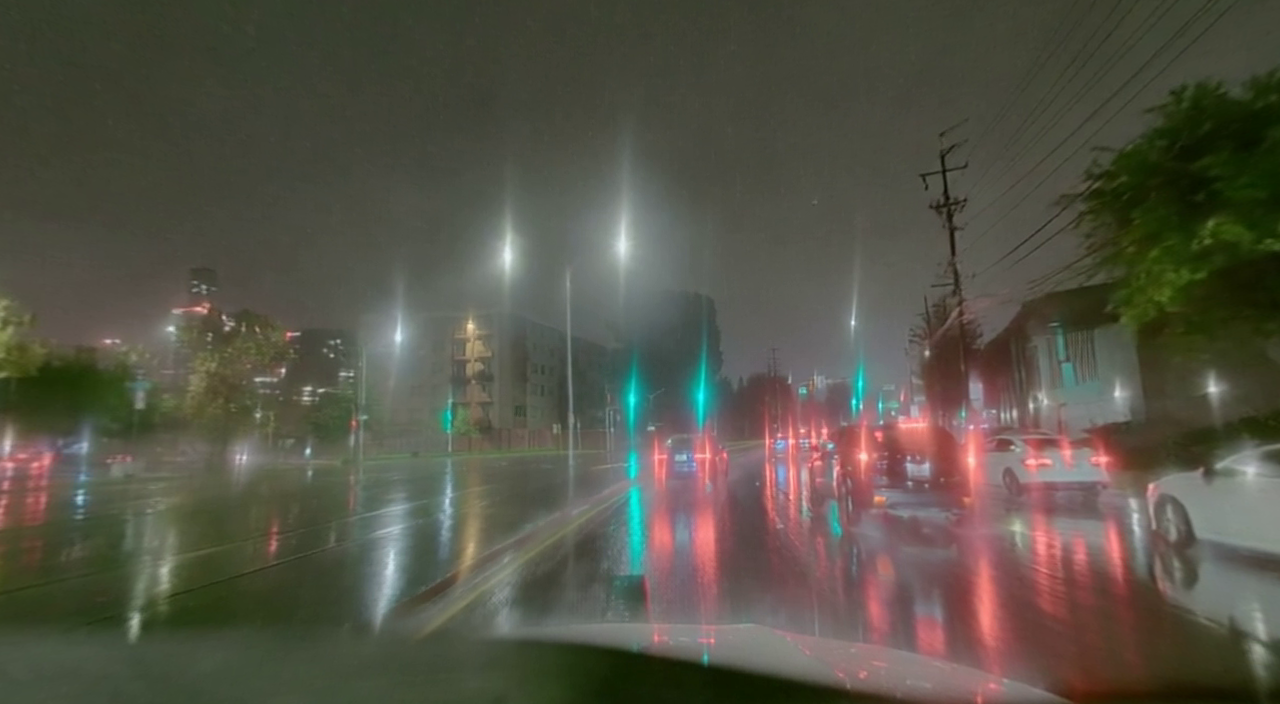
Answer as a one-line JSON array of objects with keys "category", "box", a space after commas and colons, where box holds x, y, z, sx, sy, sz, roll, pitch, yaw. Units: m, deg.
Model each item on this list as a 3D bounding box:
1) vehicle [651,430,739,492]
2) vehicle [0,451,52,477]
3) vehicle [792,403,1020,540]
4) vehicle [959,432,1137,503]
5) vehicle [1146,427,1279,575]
[{"category": "vehicle", "box": [1.678, 3.027, 17.802, 2.168, 1.527, 4.174, -1, -9, 9]}, {"category": "vehicle", "box": [-39.720, 7.122, 40.277, 4.848, 1.498, 2.009, -6, -10, 35]}, {"category": "vehicle", "box": [4.142, 1.963, 10.937, 2.119, 1.810, 4.848, -1, -9, 4]}, {"category": "vehicle", "box": [9.759, 2.782, 15.610, 1.882, 1.463, 4.543, -1, -9, 8]}, {"category": "vehicle", "box": [7.334, 1.406, 5.718, 1.866, 1.471, 4.478, 0, -9, 2]}]
